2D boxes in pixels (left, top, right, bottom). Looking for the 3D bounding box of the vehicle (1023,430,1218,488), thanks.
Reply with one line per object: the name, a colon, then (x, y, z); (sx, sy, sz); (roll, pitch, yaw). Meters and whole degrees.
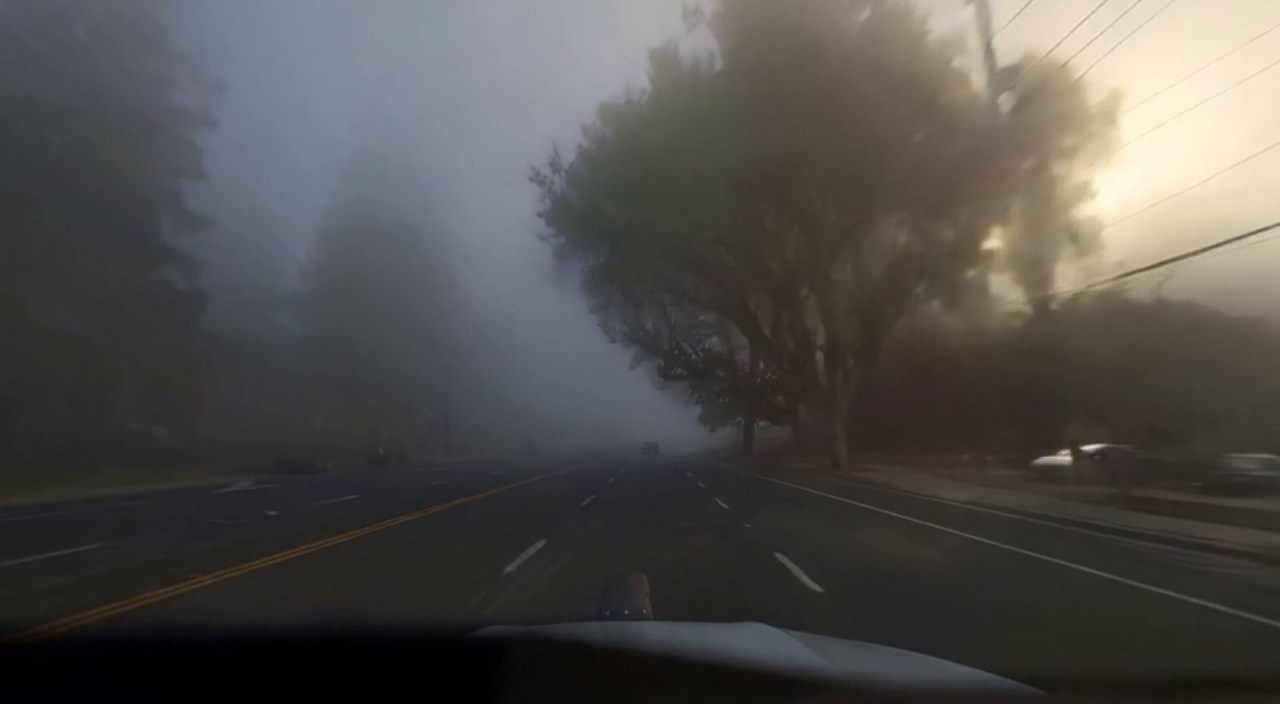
vehicle: (14.891, 3.333, 19.723); (4.511, 1.661, 1.934); (1, -8, -2)
